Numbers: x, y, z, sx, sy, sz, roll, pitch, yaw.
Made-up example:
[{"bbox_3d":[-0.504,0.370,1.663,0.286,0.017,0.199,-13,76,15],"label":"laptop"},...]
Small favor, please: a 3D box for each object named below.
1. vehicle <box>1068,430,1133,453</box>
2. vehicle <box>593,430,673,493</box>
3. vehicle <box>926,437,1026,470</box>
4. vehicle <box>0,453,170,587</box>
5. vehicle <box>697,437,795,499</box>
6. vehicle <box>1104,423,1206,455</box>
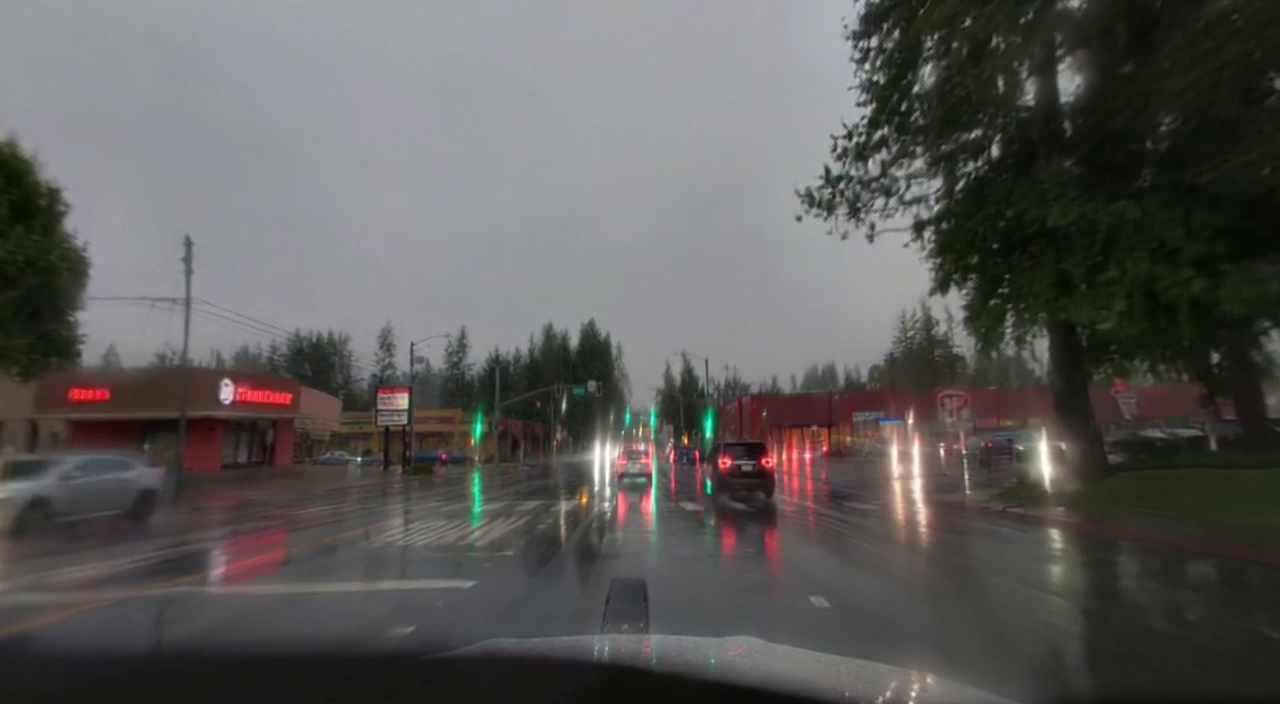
[{"bbox_3d":[34.981,6.859,48.037,1.817,1.548,4.050,-2,-10,0],"label":"vehicle"},{"bbox_3d":[-0.252,4.025,23.626,2.638,2.065,5.313,0,-9,0],"label":"vehicle"},{"bbox_3d":[16.489,4.999,31.013,3.880,1.538,1.862,1,-9,-8],"label":"vehicle"},{"bbox_3d":[-9.262,2.328,9.443,4.456,1.570,1.975,-6,-10,32],"label":"vehicle"},{"bbox_3d":[3.277,3.711,20.597,2.276,1.787,4.630,0,-9,-1],"label":"vehicle"},{"bbox_3d":[30.644,5.228,37.718,2.231,1.749,4.411,0,-9,-2],"label":"vehicle"}]
